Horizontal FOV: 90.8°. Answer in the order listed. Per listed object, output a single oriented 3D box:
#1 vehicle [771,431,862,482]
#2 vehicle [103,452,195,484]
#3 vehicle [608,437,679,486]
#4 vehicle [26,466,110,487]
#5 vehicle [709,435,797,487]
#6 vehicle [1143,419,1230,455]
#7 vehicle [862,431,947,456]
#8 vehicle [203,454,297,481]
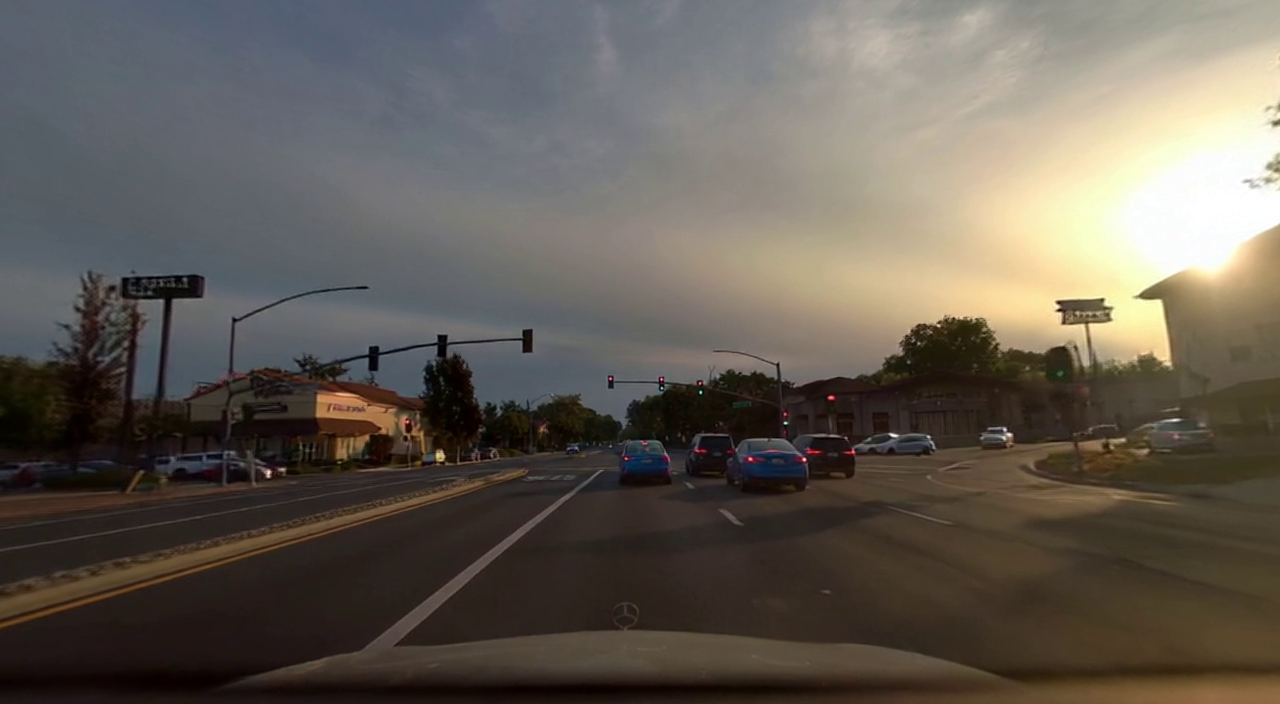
[{"bbox_3d":[6.400,3.829,23.457,2.009,1.700,4.275,0,-8,-1],"label":"vehicle"},{"bbox_3d":[-38.273,9.016,49.344,5.135,2.388,2.288,0,-9,-1],"label":"vehicle"},{"bbox_3d":[0.053,3.610,21.124,2.135,1.468,4.076,0,-8,-1],"label":"vehicle"},{"bbox_3d":[-44.512,9.697,49.220,4.604,1.447,1.892,0,-9,-3],"label":"vehicle"},{"bbox_3d":[3.493,3.493,20.526,1.889,1.473,4.643,0,-8,-1],"label":"vehicle"},{"bbox_3d":[25.896,4.092,30.145,2.222,1.538,4.817,-5,-10,30],"label":"vehicle"},{"bbox_3d":[20.013,6.950,47.957,5.438,1.776,2.032,0,-8,0],"label":"vehicle"},{"bbox_3d":[-26.277,7.800,42.712,4.780,1.669,2.232,0,-8,-2],"label":"vehicle"}]
